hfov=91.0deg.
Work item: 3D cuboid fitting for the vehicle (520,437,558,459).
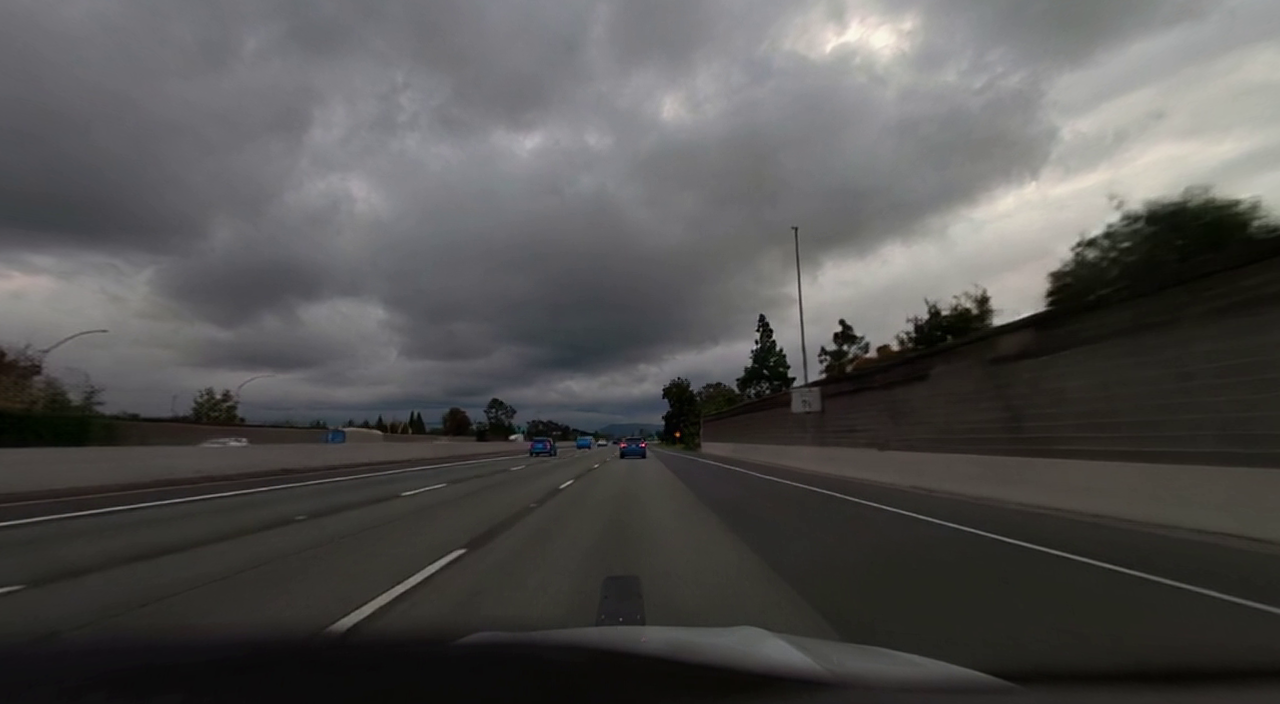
[{"bbox_3d":[-7.516,7.159,47.130,2.019,1.523,4.396,0,-8,1],"label":"vehicle"}]

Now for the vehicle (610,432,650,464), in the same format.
[{"bbox_3d":[-0.509,5.438,35.769,2.141,1.706,4.065,0,-8,0],"label":"vehicle"}]

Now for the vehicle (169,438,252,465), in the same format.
[{"bbox_3d":[-28.907,6.704,42.605,2.074,1.703,4.952,0,-8,1],"label":"vehicle"}]
